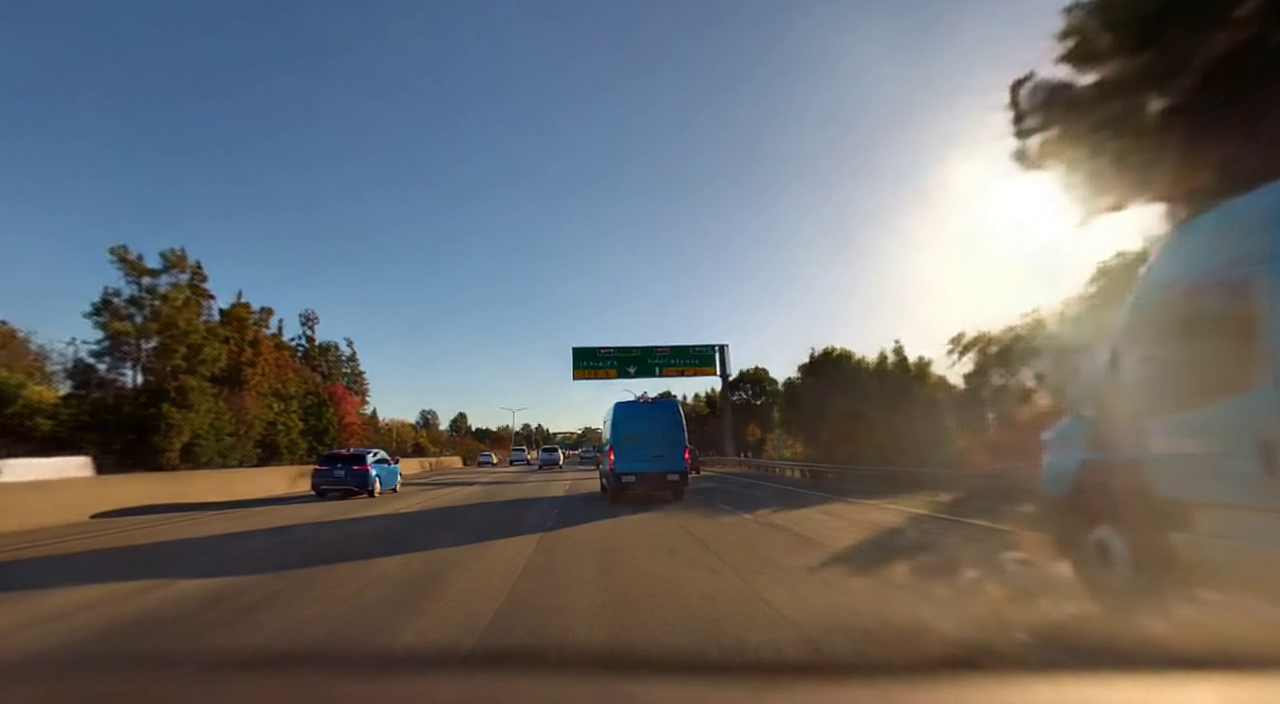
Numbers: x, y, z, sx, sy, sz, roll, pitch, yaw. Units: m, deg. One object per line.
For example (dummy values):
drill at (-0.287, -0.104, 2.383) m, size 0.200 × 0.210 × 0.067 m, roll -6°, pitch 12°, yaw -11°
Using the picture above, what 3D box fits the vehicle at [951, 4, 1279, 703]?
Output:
vehicle at (4.783, 0.026, 3.092) m, size 2.959 × 3.648 × 6.040 m, roll 1°, pitch -9°, yaw -4°

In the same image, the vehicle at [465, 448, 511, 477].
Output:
vehicle at (-8.659, 6.294, 35.937) m, size 2.026 × 1.506 × 4.102 m, roll 1°, pitch -9°, yaw -7°

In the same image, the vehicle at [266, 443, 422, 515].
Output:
vehicle at (-7.103, 3.061, 15.663) m, size 2.003 × 1.498 × 4.386 m, roll 0°, pitch -9°, yaw -4°

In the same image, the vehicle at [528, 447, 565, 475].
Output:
vehicle at (-5.538, 6.511, 37.682) m, size 2.002 × 1.536 × 4.021 m, roll 0°, pitch -9°, yaw -6°

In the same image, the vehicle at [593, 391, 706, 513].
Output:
vehicle at (0.008, 2.510, 15.948) m, size 2.268 × 2.551 × 5.144 m, roll 0°, pitch -9°, yaw -6°
